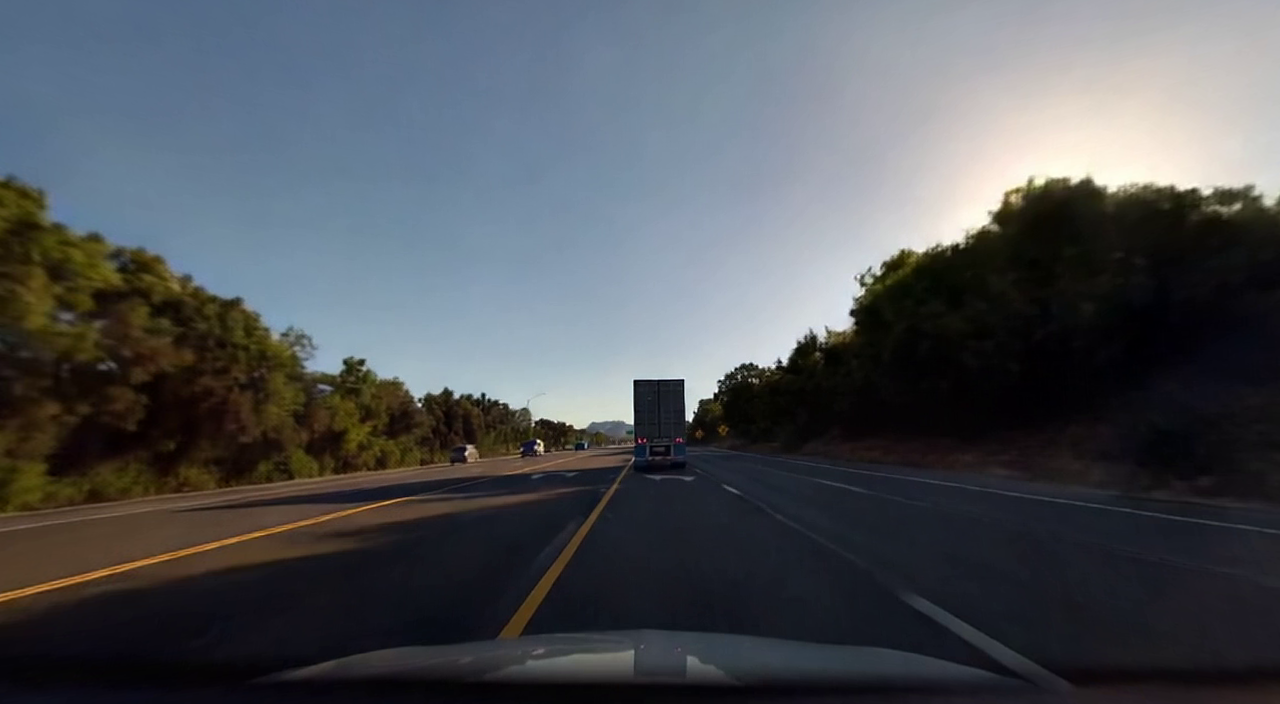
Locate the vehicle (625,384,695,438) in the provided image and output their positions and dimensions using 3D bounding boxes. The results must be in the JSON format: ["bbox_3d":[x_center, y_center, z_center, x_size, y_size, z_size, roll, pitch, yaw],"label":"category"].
[{"bbox_3d":[0.660,2.459,25.244,2.509,1.890,4.732,0,-8,-2],"label":"vehicle"}]
